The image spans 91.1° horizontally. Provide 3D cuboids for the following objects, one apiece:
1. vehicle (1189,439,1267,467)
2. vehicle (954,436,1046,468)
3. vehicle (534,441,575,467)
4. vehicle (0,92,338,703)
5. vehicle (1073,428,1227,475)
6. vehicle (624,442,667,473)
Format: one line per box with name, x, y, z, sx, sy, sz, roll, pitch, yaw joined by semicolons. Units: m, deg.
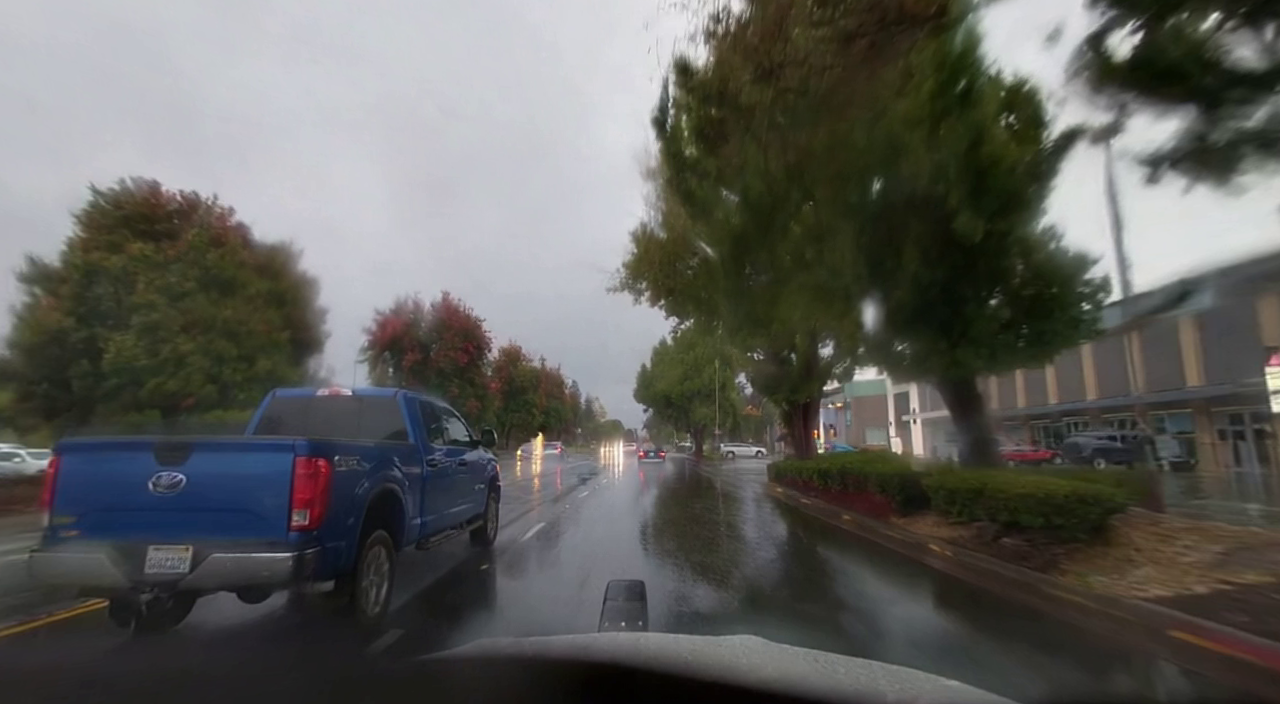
vehicle;36.811;6.281;39.276;4.480;1.588;2.098;4;-9;-28
vehicle;21.252;5.919;37.194;4.501;1.780;2.082;-5;-10;30
vehicle;-6.207;7.440;46.181;2.146;1.788;5.153;0;-8;2
vehicle;-3.513;0.321;1.483;2.733;2.495;5.037;-1;-8;5
vehicle;22.157;4.335;27.528;4.957;1.882;2.031;-7;-11;38
vehicle;0.342;5.639;33.929;2.191;1.530;4.470;0;-8;1
